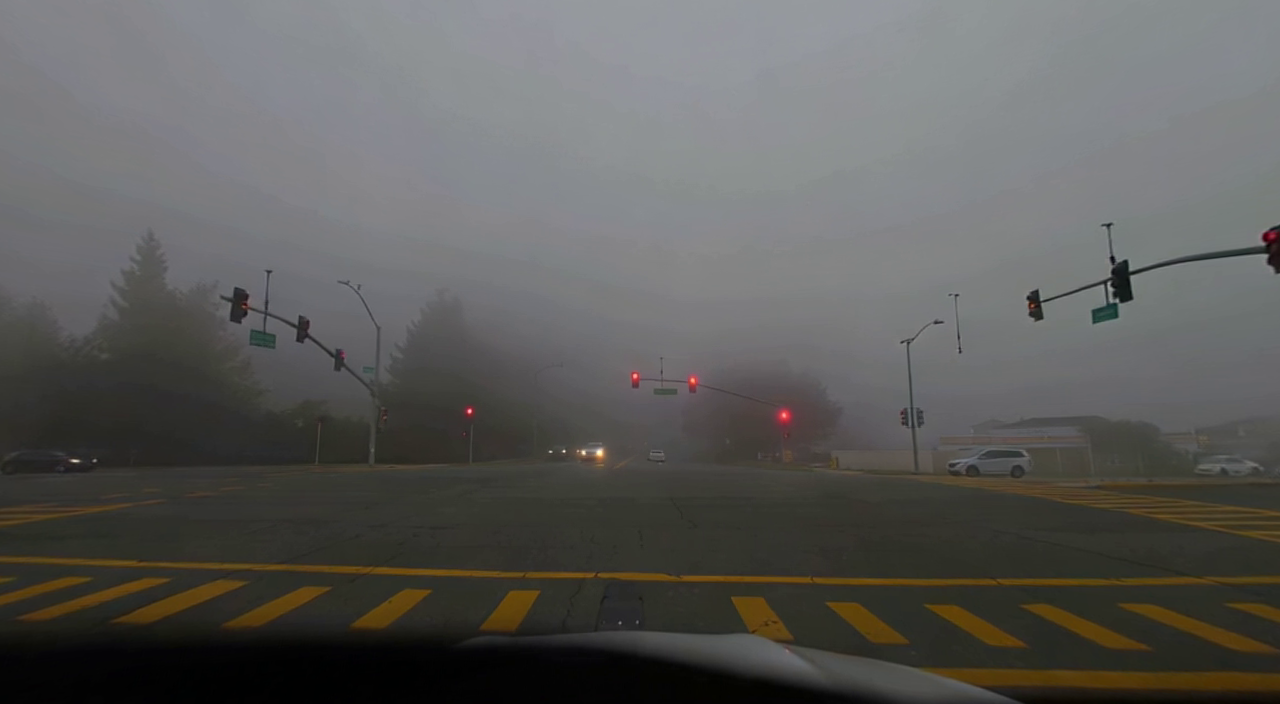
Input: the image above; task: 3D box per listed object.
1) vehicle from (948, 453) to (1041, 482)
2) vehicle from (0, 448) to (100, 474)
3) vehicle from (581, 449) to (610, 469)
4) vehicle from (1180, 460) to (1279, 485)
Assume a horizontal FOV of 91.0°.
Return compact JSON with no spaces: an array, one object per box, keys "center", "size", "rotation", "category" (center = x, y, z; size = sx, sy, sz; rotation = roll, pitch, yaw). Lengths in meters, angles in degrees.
[{"center":[21.108,6.879,37.582],"size":[4.447,1.623,1.801],"rotation":[0,-9,-3],"category":"vehicle"},{"center":[-35.129,6.420,37.187],"size":[4.741,1.447,1.807],"rotation":[0,-9,0],"category":"vehicle"},{"center":[-3.441,8.358,49.217],"size":[1.908,1.441,4.142],"rotation":[0,-8,1],"category":"vehicle"},{"center":[36.230,7.316,38.295],"size":[4.976,1.428,1.929],"rotation":[0,-9,-2],"category":"vehicle"}]
